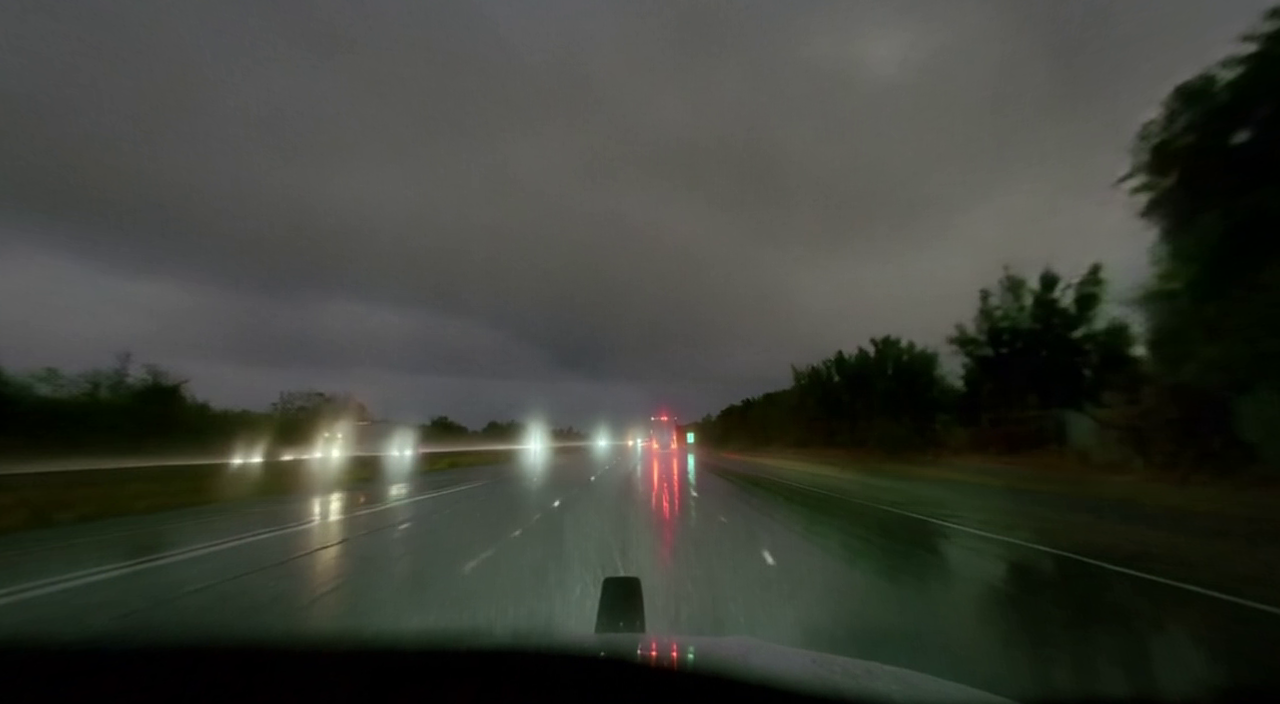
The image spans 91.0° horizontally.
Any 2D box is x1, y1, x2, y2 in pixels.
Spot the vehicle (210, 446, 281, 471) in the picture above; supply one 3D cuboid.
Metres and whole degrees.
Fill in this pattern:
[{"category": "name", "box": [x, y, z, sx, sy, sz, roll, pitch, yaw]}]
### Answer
[{"category": "vehicle", "box": [-29.182, 7.857, 46.788, 2.015, 1.746, 4.942, 0, -8, 2]}]
